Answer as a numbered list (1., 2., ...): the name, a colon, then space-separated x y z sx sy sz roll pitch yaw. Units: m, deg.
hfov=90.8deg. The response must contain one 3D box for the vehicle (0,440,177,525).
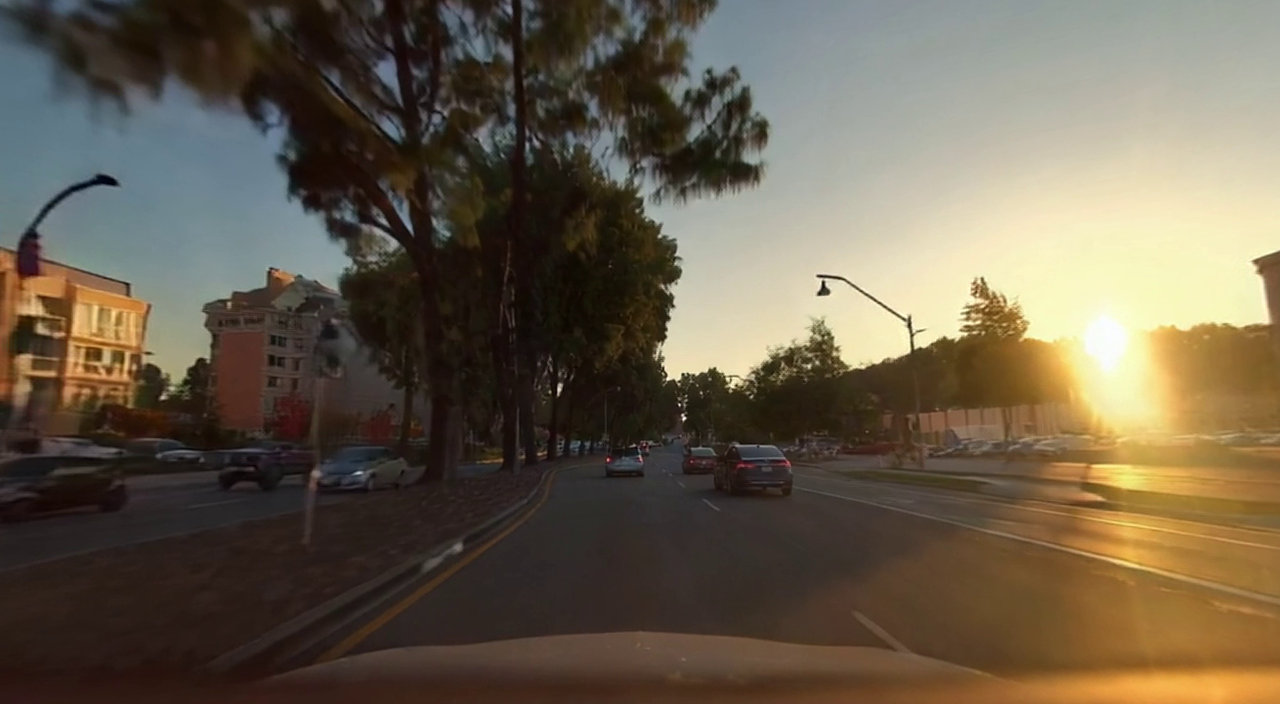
1. vehicle: -12.296 2.595 13.070 2.048 1.470 4.514 -1 -8 -1

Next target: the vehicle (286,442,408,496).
1. vehicle: -8.963 3.595 19.781 1.849 1.506 4.060 0 -9 0

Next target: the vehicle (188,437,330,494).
1. vehicle: -12.624 3.754 21.363 2.002 1.686 4.477 -1 -8 0

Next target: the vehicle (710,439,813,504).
1. vehicle: 3.033 3.066 16.569 1.852 1.498 3.825 0 -9 -1

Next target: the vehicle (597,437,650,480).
1. vehicle: -0.669 4.512 26.918 2.101 1.694 3.979 0 -9 0

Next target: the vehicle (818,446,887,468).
1. vehicle: 16.463 8.101 48.993 4.517 1.491 2.056 -1 -9 -7

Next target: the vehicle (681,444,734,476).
1. vehicle: 3.306 5.374 31.730 2.098 1.456 4.372 0 -9 -1
